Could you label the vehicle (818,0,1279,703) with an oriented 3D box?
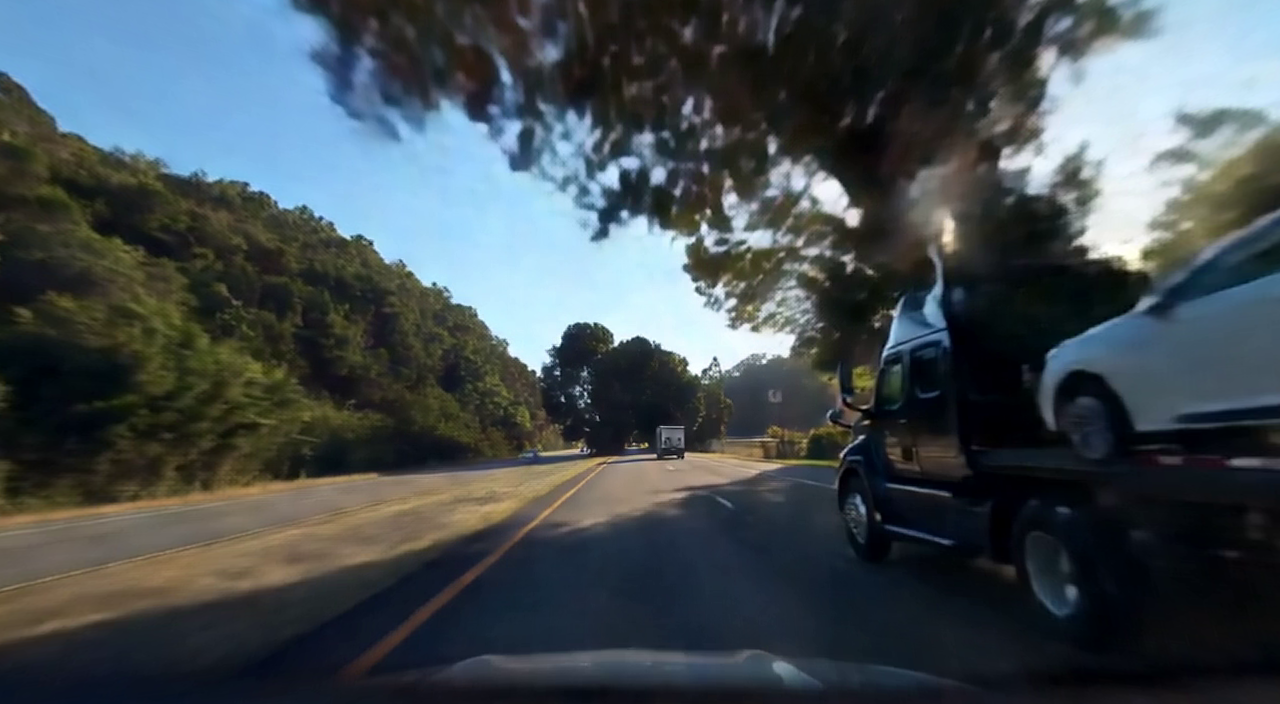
[{"bbox_3d":[4.247,0.163,3.988,3.101,3.507,9.878,0,-8,-1],"label":"vehicle"}]
